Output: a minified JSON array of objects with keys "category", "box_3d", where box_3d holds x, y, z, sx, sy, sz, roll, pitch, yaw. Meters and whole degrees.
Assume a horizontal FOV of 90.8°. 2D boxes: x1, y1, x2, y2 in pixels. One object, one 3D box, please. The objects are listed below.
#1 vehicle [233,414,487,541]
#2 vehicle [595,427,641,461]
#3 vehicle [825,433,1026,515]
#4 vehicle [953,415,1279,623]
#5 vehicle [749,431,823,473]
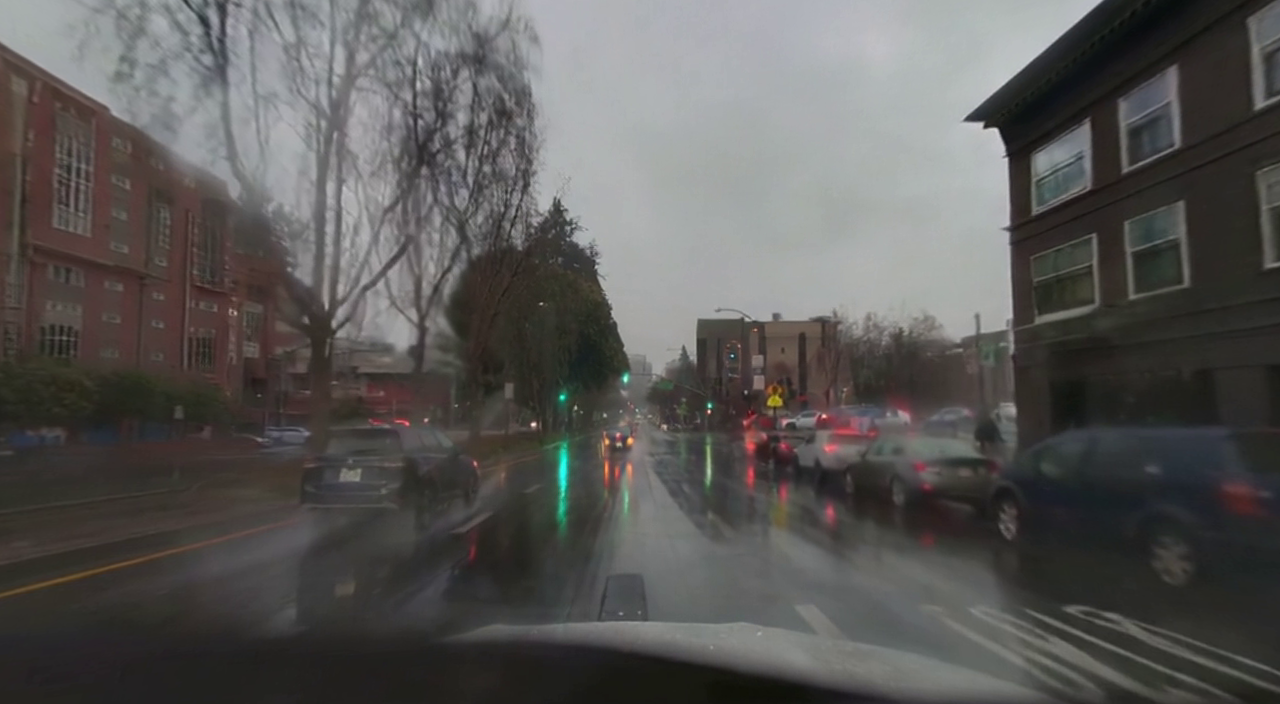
[{"category":"vehicle","box_3d":[-3.942,1.819,9.926,1.934,1.522,4.464,0,-8,0]},{"category":"vehicle","box_3d":[-0.993,4.415,30.361,2.082,1.520,3.896,0,-8,0]},{"category":"vehicle","box_3d":[5.967,2.571,14.029,2.089,1.488,4.663,0,-8,-3]},{"category":"vehicle","box_3d":[5.932,1.668,7.474,2.019,1.670,4.550,0,-8,-1]},{"category":"vehicle","box_3d":[5.712,3.966,25.293,1.959,1.513,4.104,0,-8,0]}]
